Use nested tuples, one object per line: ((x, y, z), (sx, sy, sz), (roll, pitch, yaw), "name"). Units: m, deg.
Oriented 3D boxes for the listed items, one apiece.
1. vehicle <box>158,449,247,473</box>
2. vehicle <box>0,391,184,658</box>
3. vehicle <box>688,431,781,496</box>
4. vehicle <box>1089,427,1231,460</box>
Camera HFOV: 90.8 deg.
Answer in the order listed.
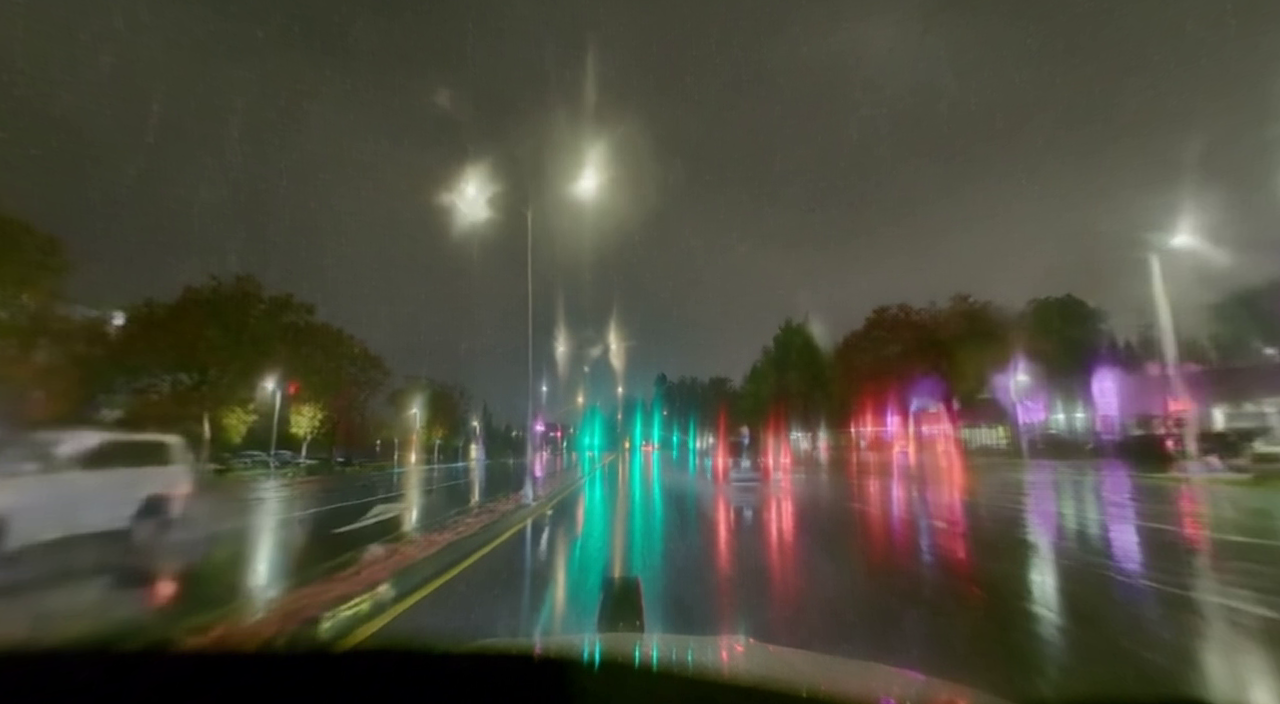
((-30.080, 7.470, 43.488), (4.656, 1.508, 1.953), (-1, -9, 1), "vehicle")
((-5.099, 1.113, 3.862), (2.134, 1.660, 4.625), (0, -9, -14), "vehicle")
((2.657, 3.245, 18.792), (1.963, 1.677, 4.229), (0, -8, -2), "vehicle")
((23.858, 4.252, 29.194), (1.813, 1.395, 4.616), (5, -10, -30), "vehicle")
